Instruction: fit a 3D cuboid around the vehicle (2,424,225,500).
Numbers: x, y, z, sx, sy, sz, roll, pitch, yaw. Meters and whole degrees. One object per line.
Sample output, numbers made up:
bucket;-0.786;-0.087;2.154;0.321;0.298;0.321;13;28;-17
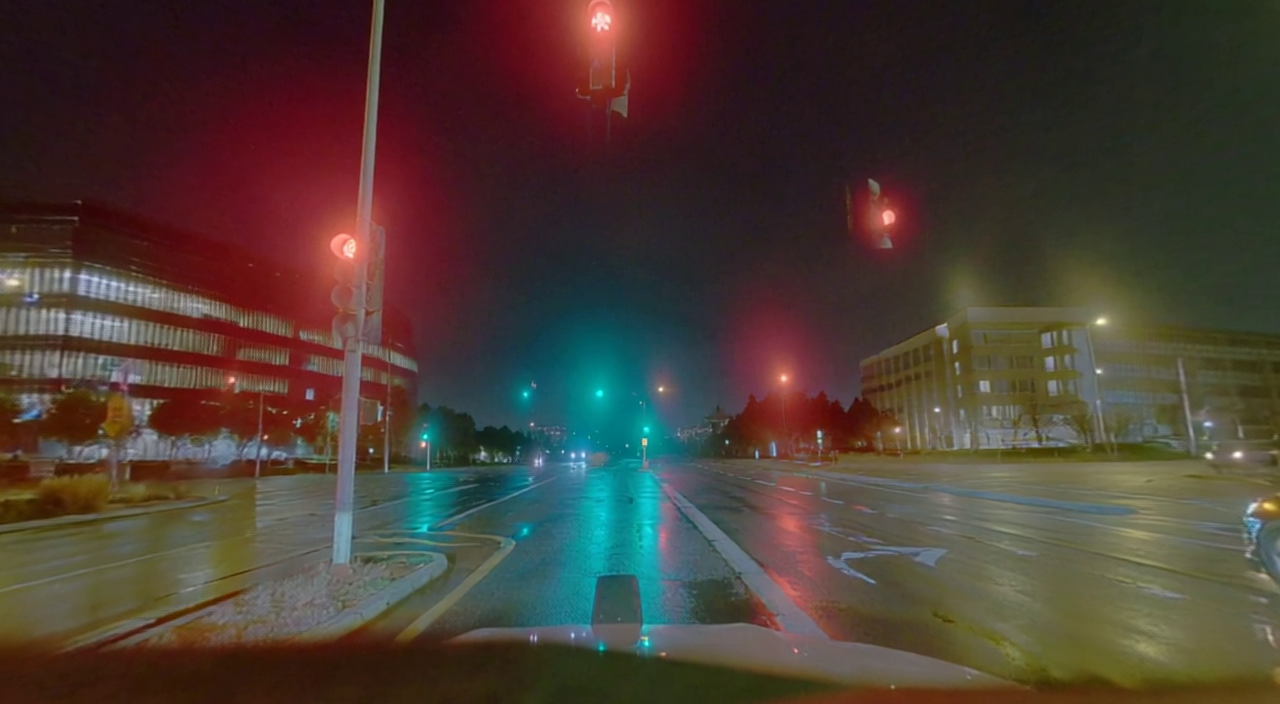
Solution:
vehicle;-22.960;4.821;27.688;7.088;3.096;2.678;0;-9;-3
